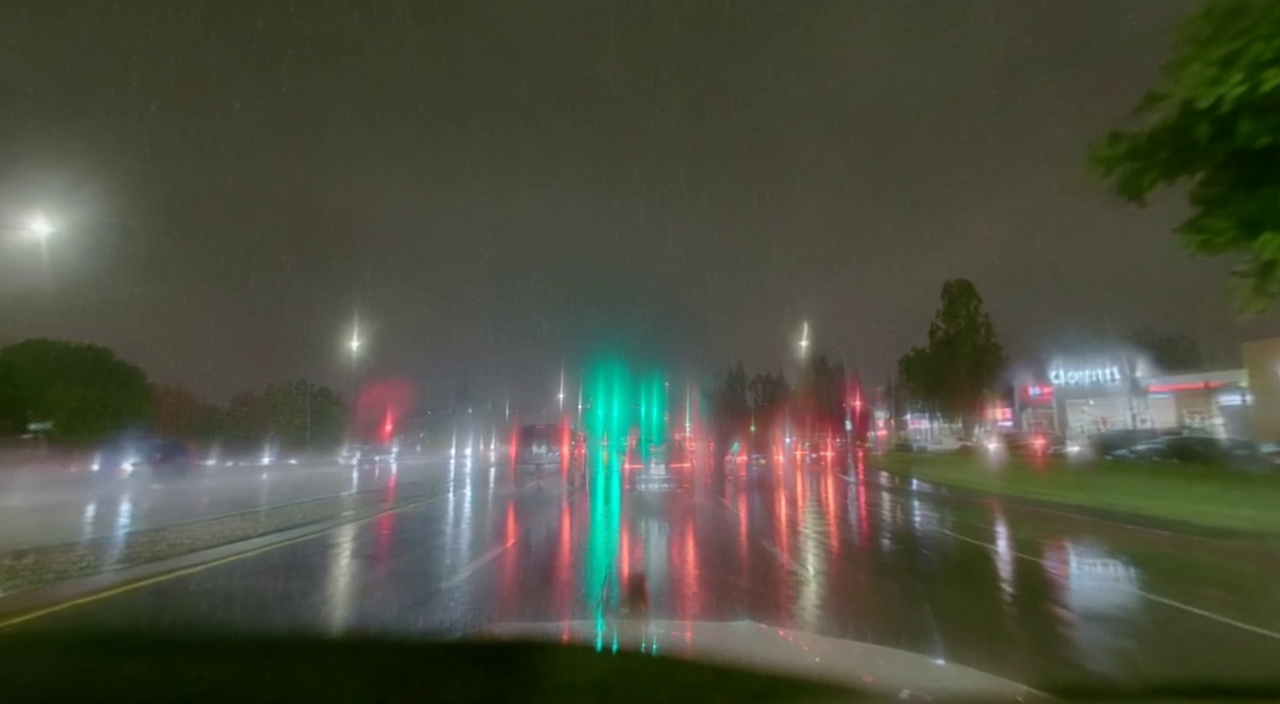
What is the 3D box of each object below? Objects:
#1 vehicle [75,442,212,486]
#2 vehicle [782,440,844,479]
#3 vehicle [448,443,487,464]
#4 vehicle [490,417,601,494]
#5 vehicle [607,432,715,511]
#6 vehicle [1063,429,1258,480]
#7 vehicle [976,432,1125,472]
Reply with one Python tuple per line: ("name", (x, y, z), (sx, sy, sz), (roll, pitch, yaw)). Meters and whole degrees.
("vehicle", (-19.159, 4.319, 24.629), (1.933, 1.534, 4.270), (0, -9, -2))
("vehicle", (7.160, 4.472, 26.470), (1.900, 1.507, 4.151), (-1, -9, 7))
("vehicle", (-13.276, 7.810, 48.636), (2.011, 1.456, 4.143), (0, -9, -3))
("vehicle", (-2.588, 3.034, 18.744), (2.289, 1.935, 5.227), (0, -8, 2))
("vehicle", (0.384, 2.600, 14.161), (2.061, 1.494, 4.079), (0, -8, -1))
("vehicle", (16.152, 3.198, 19.742), (4.323, 1.496, 1.937), (0, -9, 0))
("vehicle", (15.640, 3.822, 24.173), (4.436, 1.466, 1.875), (0, -9, -2))
